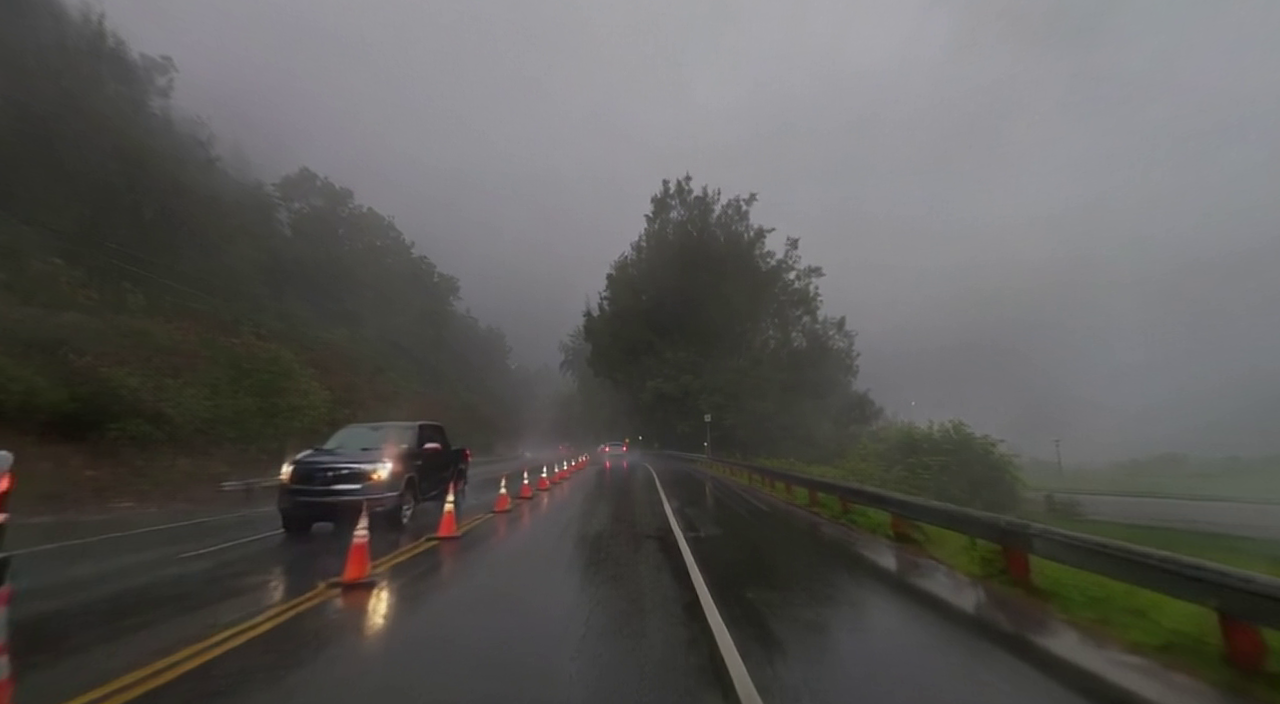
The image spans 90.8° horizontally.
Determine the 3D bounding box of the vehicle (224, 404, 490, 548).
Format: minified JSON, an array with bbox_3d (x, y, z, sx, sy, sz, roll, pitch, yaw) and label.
[{"bbox_3d":[-4.522,2.080,11.425,2.128,1.944,5.555,0,-8,1],"label":"vehicle"}]
